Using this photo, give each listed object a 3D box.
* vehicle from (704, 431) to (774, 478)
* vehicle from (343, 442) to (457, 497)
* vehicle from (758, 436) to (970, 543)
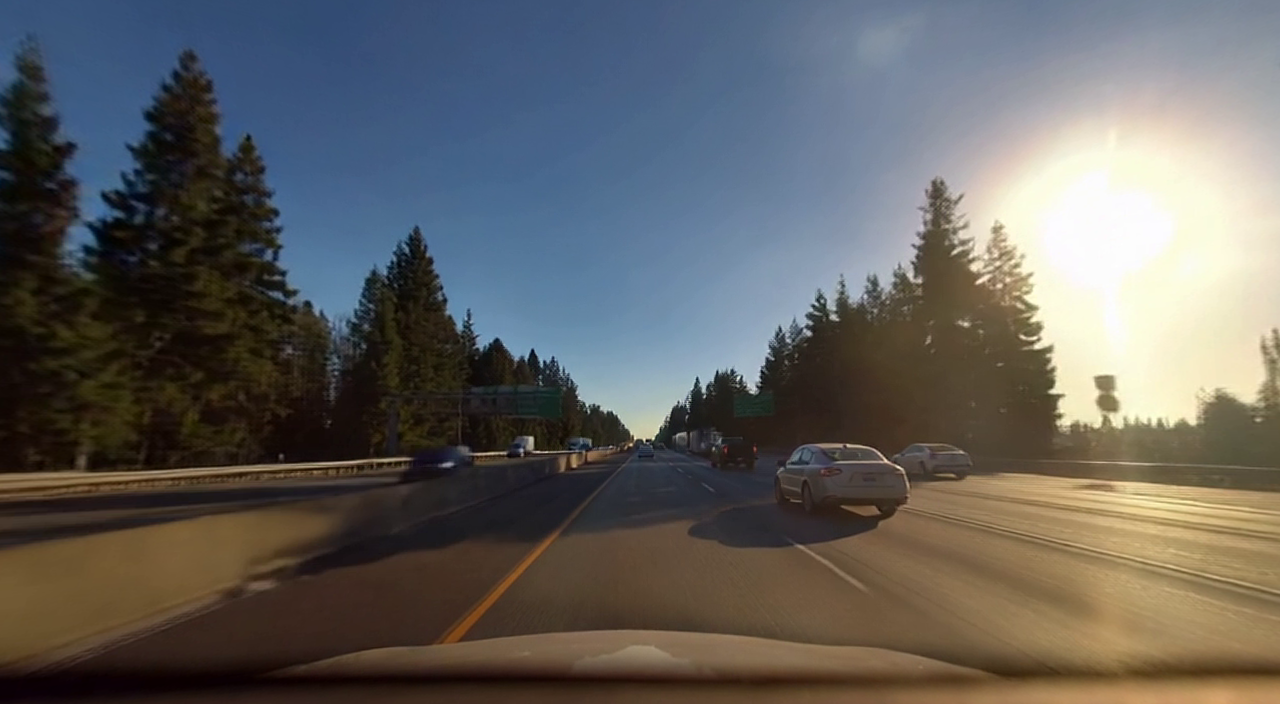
[{"bbox_3d":[4.273,4.542,28.117,2.206,1.902,5.460,0,-8,0],"label":"vehicle"},{"bbox_3d":[-8.005,3.937,21.493,2.163,1.686,4.251,0,-8,1],"label":"vehicle"},{"bbox_3d":[3.548,2.251,11.113,1.904,1.453,4.789,0,-8,-1],"label":"vehicle"}]
